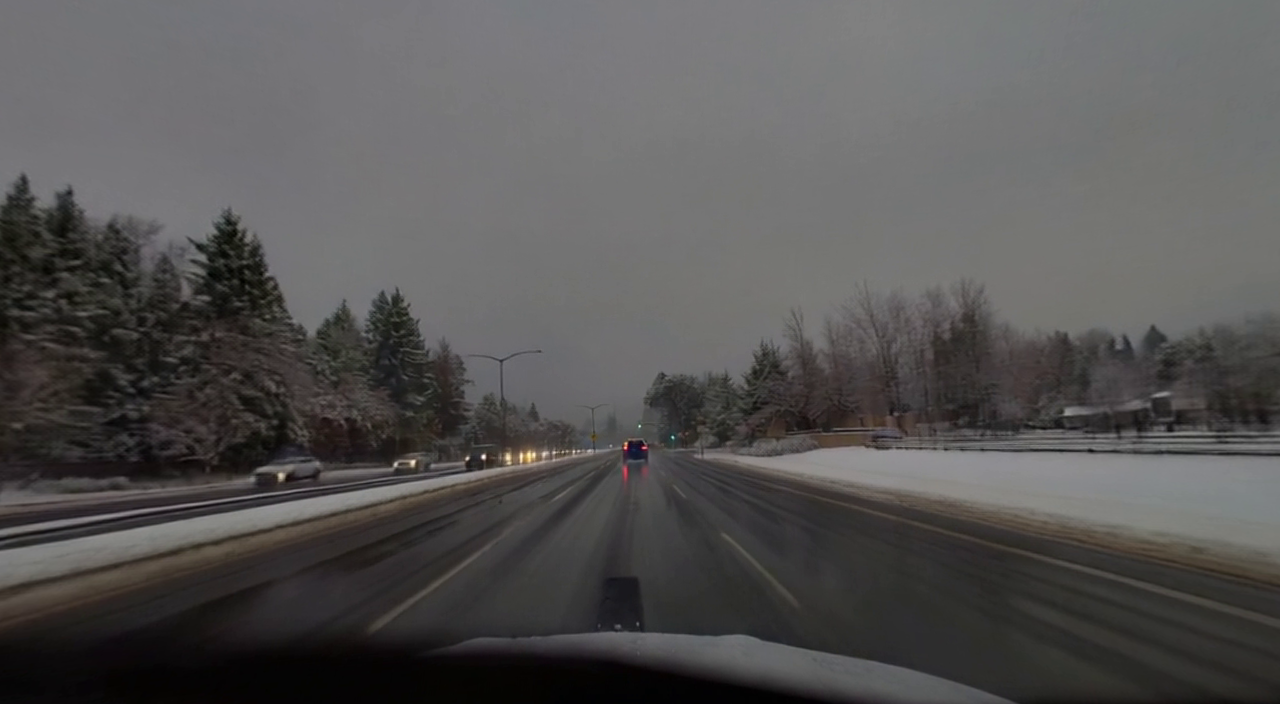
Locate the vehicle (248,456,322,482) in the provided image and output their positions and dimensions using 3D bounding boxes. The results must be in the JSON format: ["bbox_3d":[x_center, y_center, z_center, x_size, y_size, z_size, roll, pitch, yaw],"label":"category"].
[{"bbox_3d":[-22.447,7.418,40.190,1.892,1.483,4.720,0,-9,1],"label":"vehicle"}]

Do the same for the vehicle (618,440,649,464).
[{"bbox_3d":[-0.496,7.352,46.601,2.174,1.703,4.231,0,-9,0],"label":"vehicle"}]
